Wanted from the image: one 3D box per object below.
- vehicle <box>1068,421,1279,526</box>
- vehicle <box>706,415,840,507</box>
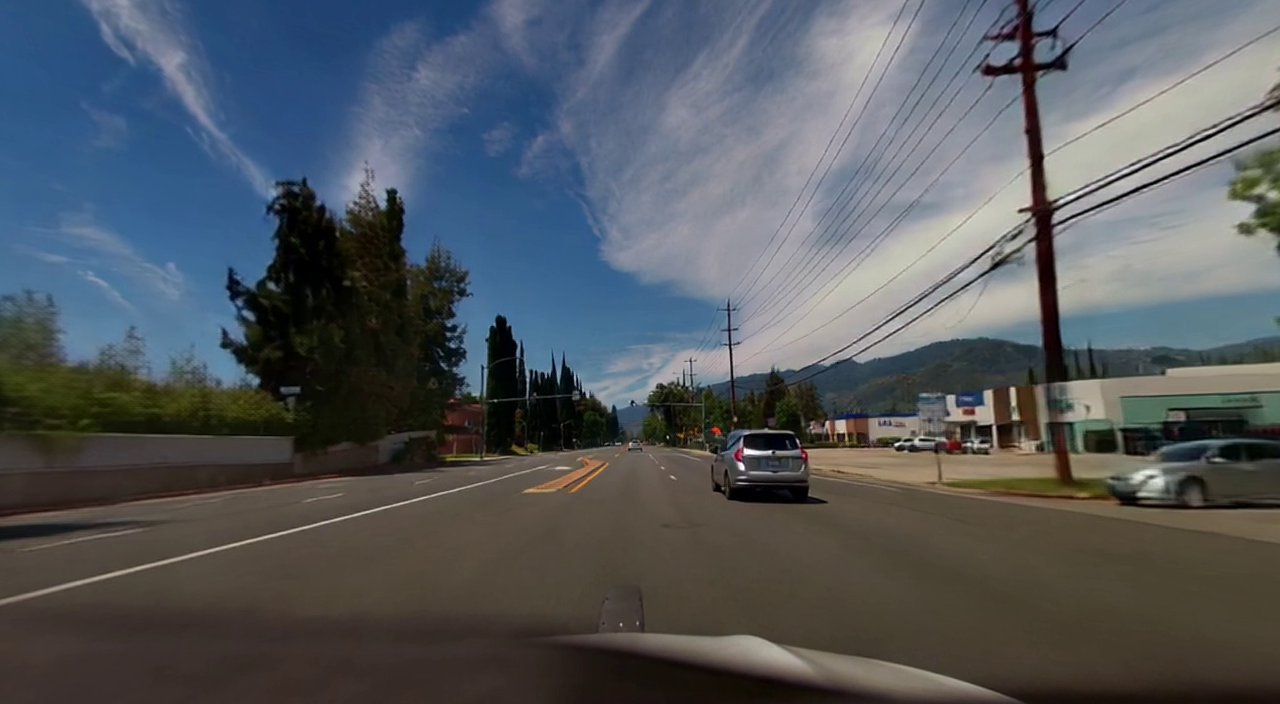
[{"bbox_3d":[11.736,2.339,12.631,4.801,1.802,2.022,-2,-9,-2],"label":"vehicle"},{"bbox_3d":[2.924,2.533,15.125,2.060,1.820,4.713,0,-8,-2],"label":"vehicle"}]
